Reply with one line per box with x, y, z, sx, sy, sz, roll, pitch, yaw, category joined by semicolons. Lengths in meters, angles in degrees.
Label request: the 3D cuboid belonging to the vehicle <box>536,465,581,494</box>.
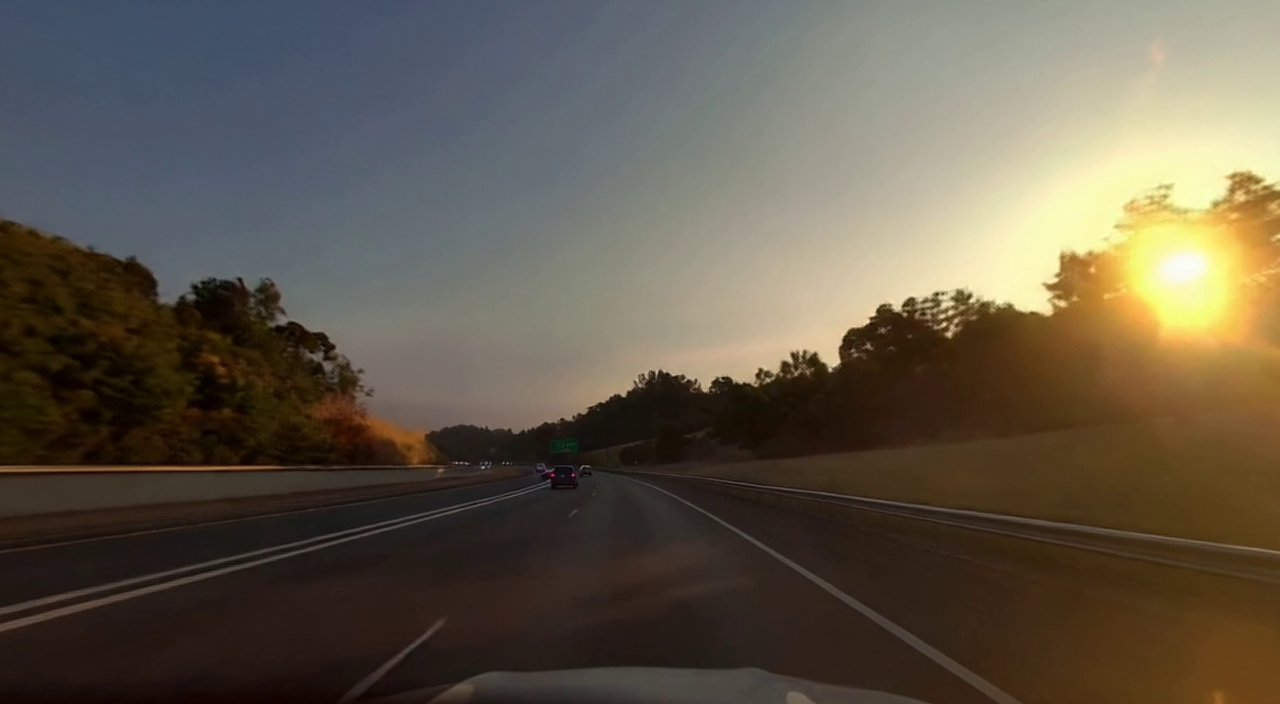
-4.645;7.324;36.482;2.115;1.546;4.638;1;-10;-2;vehicle
